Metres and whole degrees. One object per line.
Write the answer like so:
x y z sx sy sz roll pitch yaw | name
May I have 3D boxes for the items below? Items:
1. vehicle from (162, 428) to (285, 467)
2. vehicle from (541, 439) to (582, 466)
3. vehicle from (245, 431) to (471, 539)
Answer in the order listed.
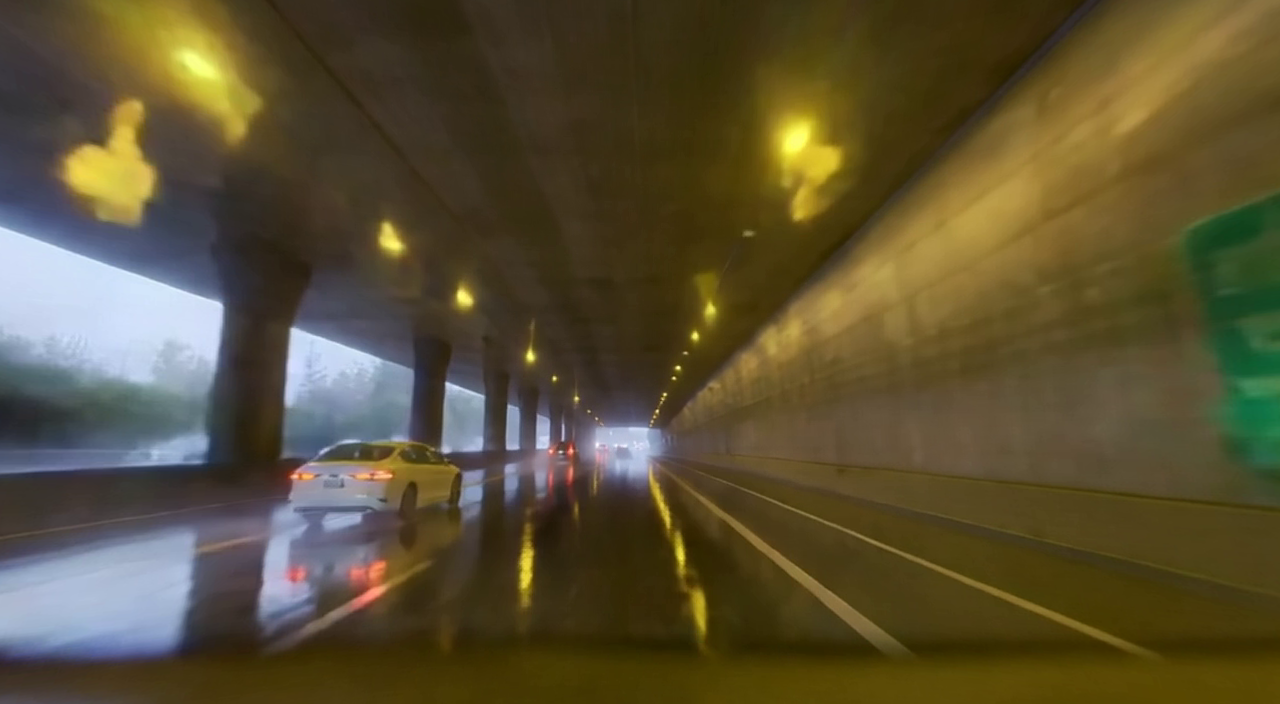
-17.277 4.012 26.482 1.818 1.450 4.837 -1 -8 1 | vehicle
-4.586 5.957 37.374 1.973 1.474 4.199 0 -8 -1 | vehicle
-4.404 2.113 10.702 1.885 1.424 4.230 0 -8 0 | vehicle
